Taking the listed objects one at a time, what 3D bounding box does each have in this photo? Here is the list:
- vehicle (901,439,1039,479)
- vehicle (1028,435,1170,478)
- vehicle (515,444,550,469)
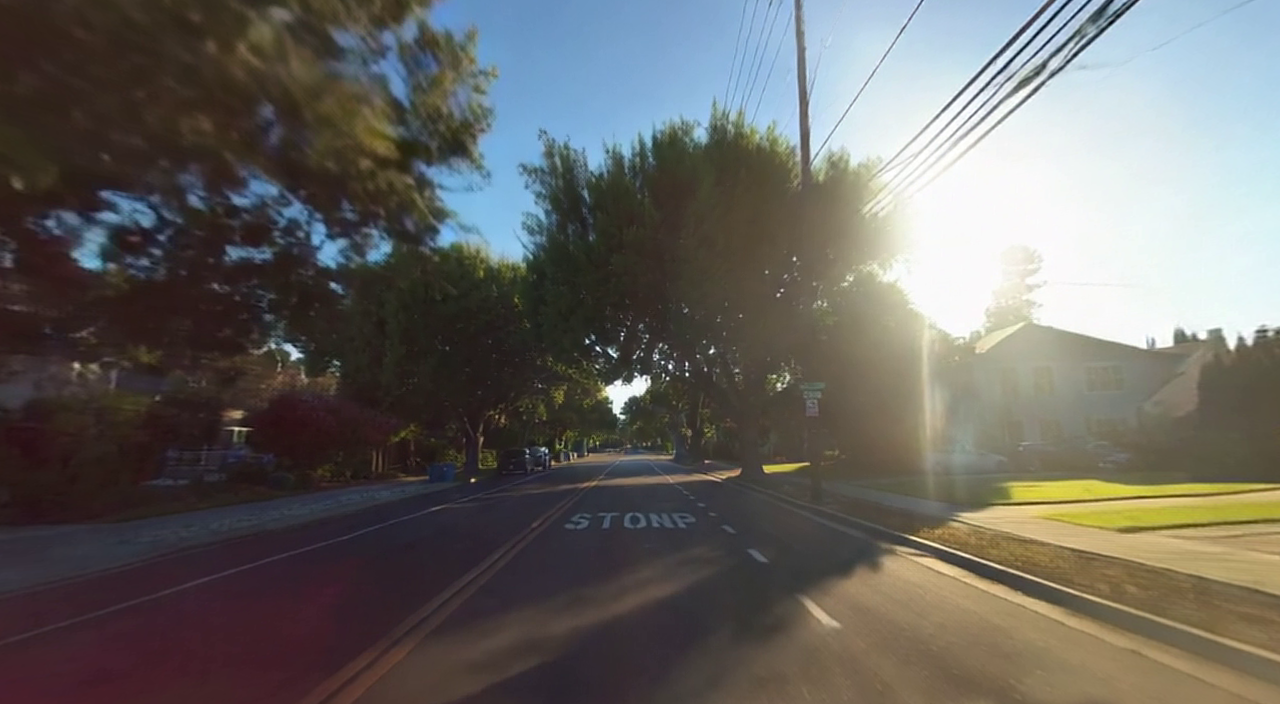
[{"bbox_3d":[13.684,4.434,26.397,4.624,1.420,2.045,-2,-8,-3],"label":"vehicle"},{"bbox_3d":[19.024,4.342,26.342,4.362,1.480,1.903,-3,-7,0],"label":"vehicle"},{"bbox_3d":[-8.252,8.005,48.664,2.002,1.747,4.466,-1,-7,-1],"label":"vehicle"}]
